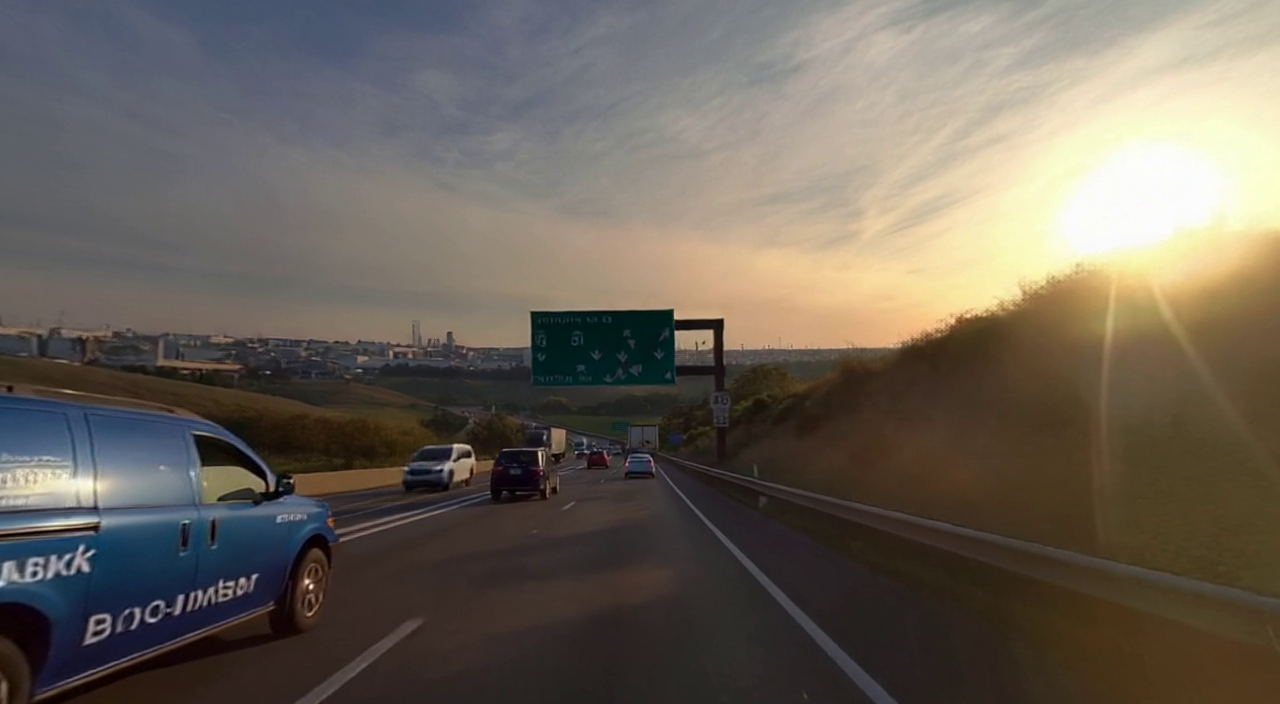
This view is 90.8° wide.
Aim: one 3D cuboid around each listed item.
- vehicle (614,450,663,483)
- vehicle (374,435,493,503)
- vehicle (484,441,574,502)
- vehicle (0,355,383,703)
[{"bbox_3d":[-0.100,5.226,29.041,2.095,1.393,3.908,0,-9,-1],"label":"vehicle"},{"bbox_3d":[-6.584,3.779,20.888,2.100,1.928,5.251,0,-9,0],"label":"vehicle"},{"bbox_3d":[-3.190,3.529,19.038,1.937,1.600,4.141,0,-9,0],"label":"vehicle"},{"bbox_3d":[-3.265,1.010,3.078,2.117,1.688,4.582,0,-9,-1],"label":"vehicle"}]
